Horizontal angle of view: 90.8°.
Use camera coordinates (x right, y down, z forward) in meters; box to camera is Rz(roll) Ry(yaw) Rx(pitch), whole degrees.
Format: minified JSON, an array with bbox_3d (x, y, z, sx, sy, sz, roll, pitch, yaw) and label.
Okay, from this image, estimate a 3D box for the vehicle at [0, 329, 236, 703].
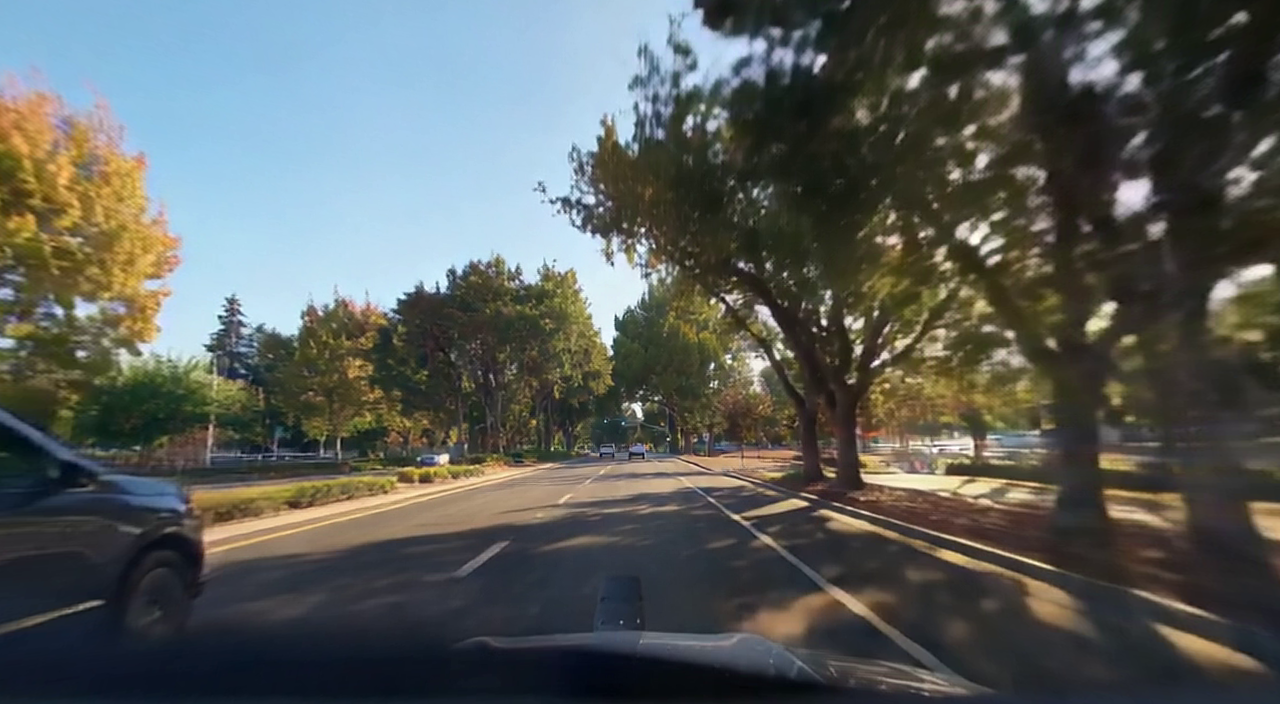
[{"bbox_3d":[-3.611,0.721,2.035,2.018,1.769,3.897,0,-8,-1],"label":"vehicle"}]
